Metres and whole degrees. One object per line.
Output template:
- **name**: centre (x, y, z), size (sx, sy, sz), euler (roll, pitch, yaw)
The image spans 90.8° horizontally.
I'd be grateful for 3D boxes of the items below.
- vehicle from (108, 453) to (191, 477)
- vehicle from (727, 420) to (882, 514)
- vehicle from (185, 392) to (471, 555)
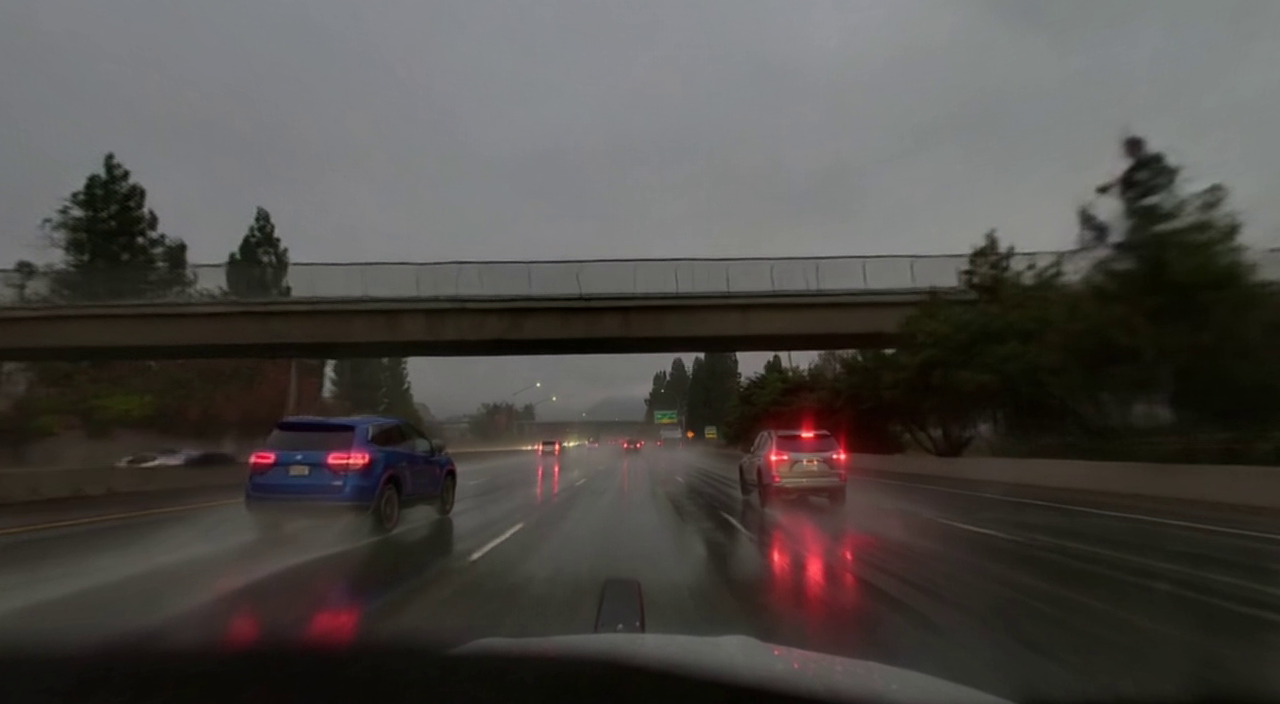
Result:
- **vehicle**: centre (-33.252, 7.667, 42.990), size (1.831, 1.478, 4.762), euler (0, -8, 0)
- **vehicle**: centre (3.417, 2.499, 14.199), size (2.185, 1.749, 4.477), euler (0, -8, -1)
- **vehicle**: centre (-4.252, 1.759, 9.750), size (2.018, 1.872, 4.728), euler (0, -8, -1)
